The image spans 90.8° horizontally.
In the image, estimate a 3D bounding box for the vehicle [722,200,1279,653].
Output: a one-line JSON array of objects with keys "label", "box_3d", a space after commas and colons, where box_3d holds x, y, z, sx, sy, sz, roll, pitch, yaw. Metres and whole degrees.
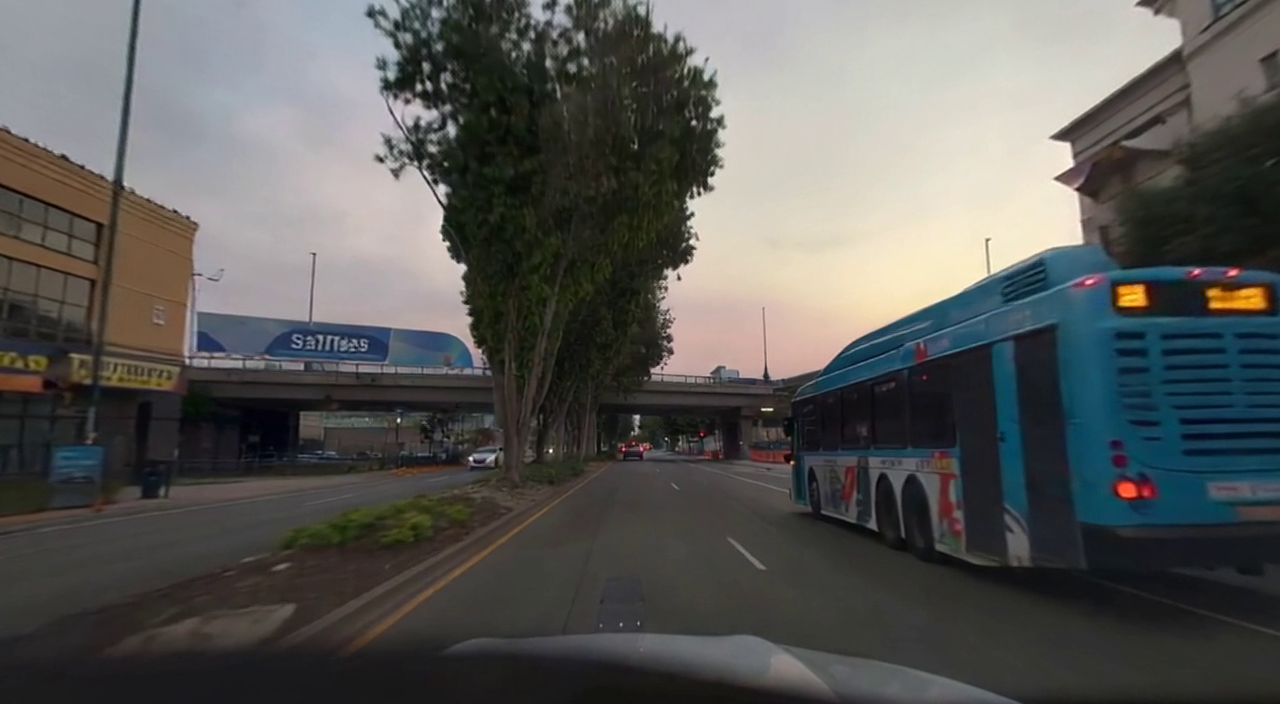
[{"label": "vehicle", "box_3d": [4.268, 1.460, 11.334, 3.043, 3.162, 13.806, 0, -8, -3]}]
